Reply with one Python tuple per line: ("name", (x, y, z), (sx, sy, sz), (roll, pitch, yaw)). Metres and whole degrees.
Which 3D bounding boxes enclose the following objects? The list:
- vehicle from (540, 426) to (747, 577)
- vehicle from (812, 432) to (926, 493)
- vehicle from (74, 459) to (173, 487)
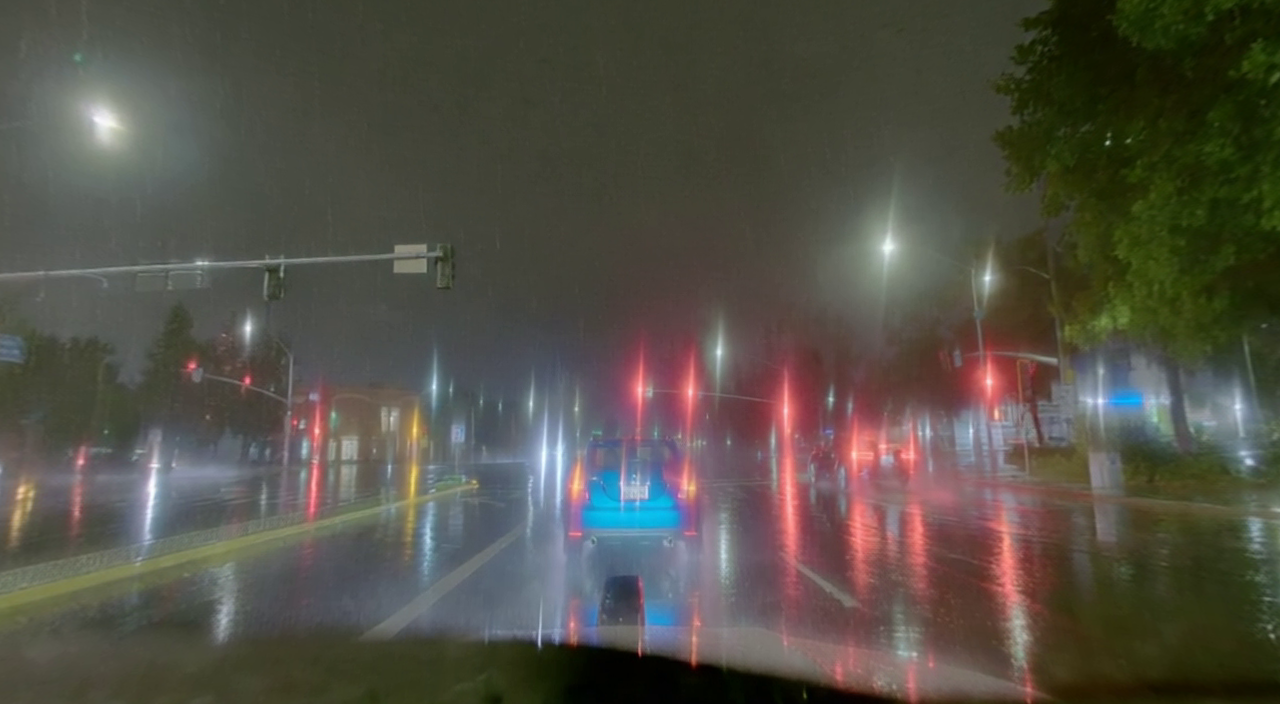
("vehicle", (-0.017, 1.815, 8.504), (2.070, 1.488, 4.206), (0, -8, -1))
("vehicle", (7.068, 3.442, 20.055), (2.039, 1.692, 4.319), (0, -8, 1))
("vehicle", (-32.365, 7.558, 39.663), (4.401, 1.625, 1.863), (0, -8, -4))
